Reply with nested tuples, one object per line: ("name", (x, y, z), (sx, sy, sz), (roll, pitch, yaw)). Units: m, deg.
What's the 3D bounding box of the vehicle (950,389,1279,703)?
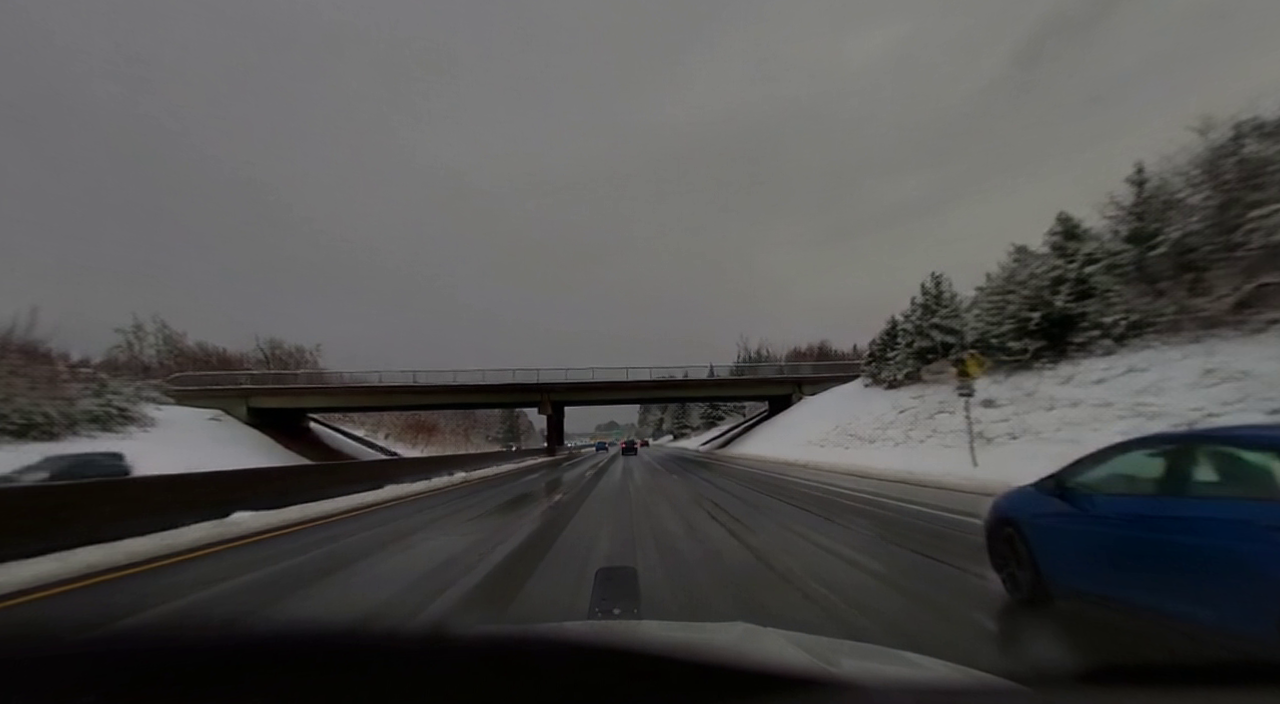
("vehicle", (3.680, 0.980, 3.087), (2.079, 1.515, 4.196), (0, -8, -2))
